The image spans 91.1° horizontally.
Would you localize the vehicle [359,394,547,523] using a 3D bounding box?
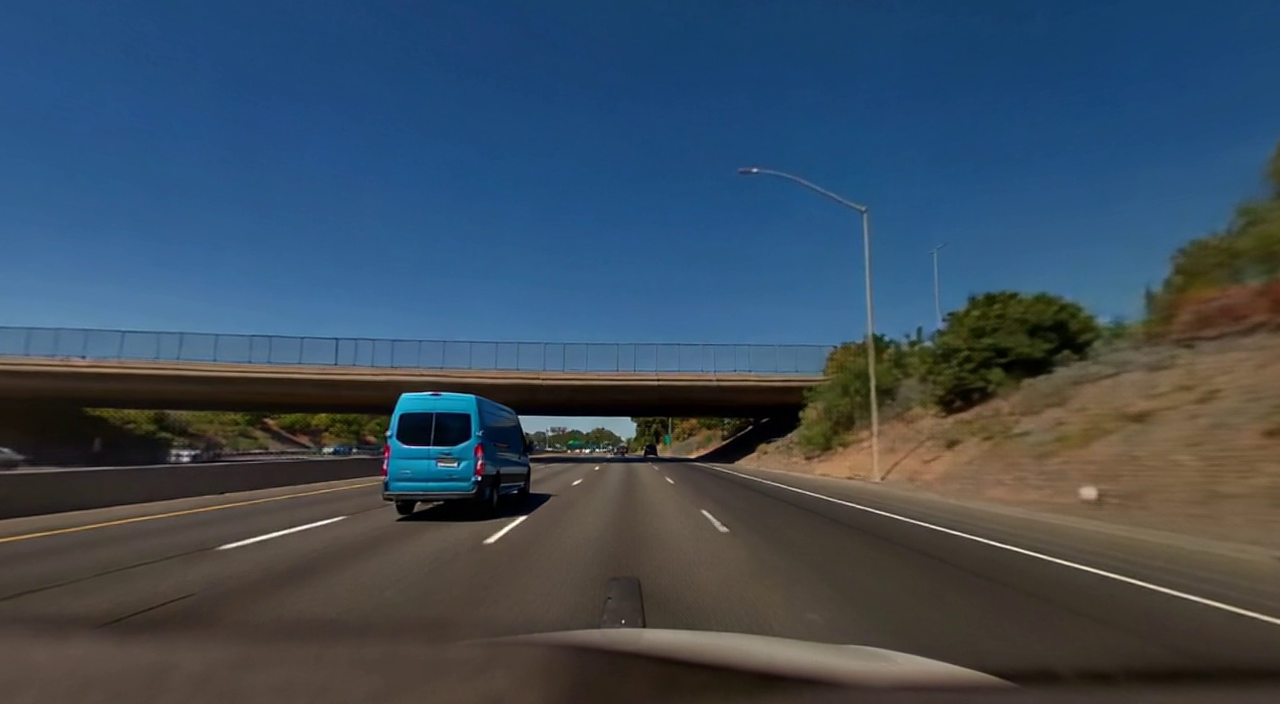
[{"bbox_3d":[-3.669,2.258,13.742,2.372,2.248,5.393,0,-9,1],"label":"vehicle"}]
